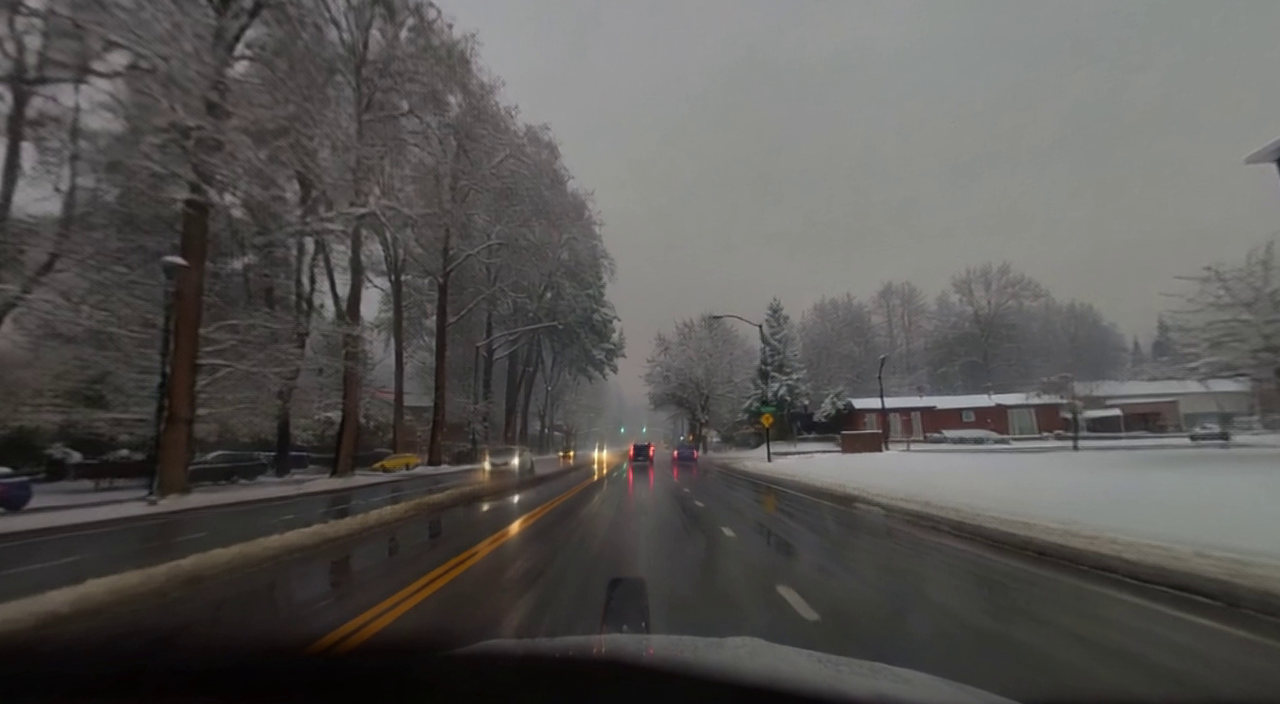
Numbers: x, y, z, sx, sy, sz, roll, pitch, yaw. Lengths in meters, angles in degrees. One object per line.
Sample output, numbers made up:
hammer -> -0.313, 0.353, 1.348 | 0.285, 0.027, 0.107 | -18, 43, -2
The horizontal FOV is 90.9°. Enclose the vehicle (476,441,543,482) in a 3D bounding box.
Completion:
vehicle -> -6.245, 5.310, 30.785 | 2.247, 1.825, 4.618 | 0, -9, 1

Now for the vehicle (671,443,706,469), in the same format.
vehicle -> 3.565, 7.716, 46.928 | 2.189, 1.766, 4.495 | 0, -9, 0

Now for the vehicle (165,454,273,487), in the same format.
vehicle -> -22.381, 6.282, 33.626 | 4.330, 1.656, 2.001 | -1, -9, 3

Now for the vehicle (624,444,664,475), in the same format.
vehicle -> 0.249, 6.008, 35.454 | 2.109, 1.612, 3.963 | 0, -9, 1
